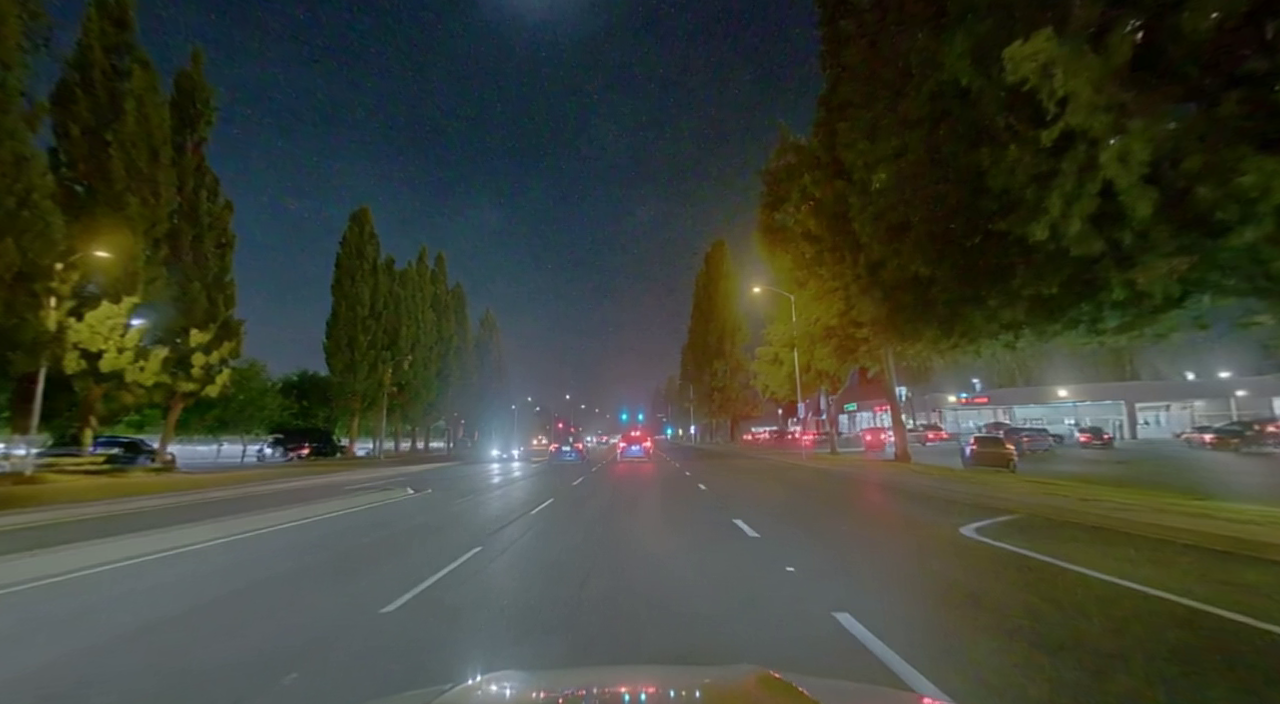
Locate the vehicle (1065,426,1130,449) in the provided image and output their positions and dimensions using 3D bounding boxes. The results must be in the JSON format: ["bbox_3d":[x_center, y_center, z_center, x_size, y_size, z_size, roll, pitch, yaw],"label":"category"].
[{"bbox_3d":[35.071,6.600,48.224,1.903,1.630,3.895,0,-8,-1],"label":"vehicle"}]

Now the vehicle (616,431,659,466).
[{"bbox_3d":[-0.103,4.882,31.884,2.042,1.641,4.187,0,-8,0],"label":"vehicle"}]

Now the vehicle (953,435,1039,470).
[{"bbox_3d":[14.864,4.153,26.135,3.703,1.353,1.993,8,-11,-42],"label":"vehicle"}]

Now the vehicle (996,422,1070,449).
[{"bbox_3d":[30.483,6.563,48.911,2.225,1.995,5.253,0,-8,-1],"label":"vehicle"}]

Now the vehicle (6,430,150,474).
[{"bbox_3d":[-35.410,6.286,39.674,6.696,2.642,2.566,0,-8,4],"label":"vehicle"}]

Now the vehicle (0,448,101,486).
[{"bbox_3d":[-28.205,5.294,29.192,4.578,1.662,2.064,-1,-9,8],"label":"vehicle"}]

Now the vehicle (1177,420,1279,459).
[{"bbox_3d":[33.382,4.737,34.579,2.214,1.871,5.919,-1,-6,-3],"label":"vehicle"}]

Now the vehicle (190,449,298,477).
[{"bbox_3d":[-21.804,6.103,34.799,2.026,1.425,4.595,-4,-9,26],"label":"vehicle"}]

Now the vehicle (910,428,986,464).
[{"bbox_3d":[14.813,4.485,30.100,1.944,1.595,4.090,-8,-12,44],"label":"vehicle"}]

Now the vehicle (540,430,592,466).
[{"bbox_3d":[-3.772,5.004,32.835,2.113,1.713,4.422,0,-8,1],"label":"vehicle"}]
